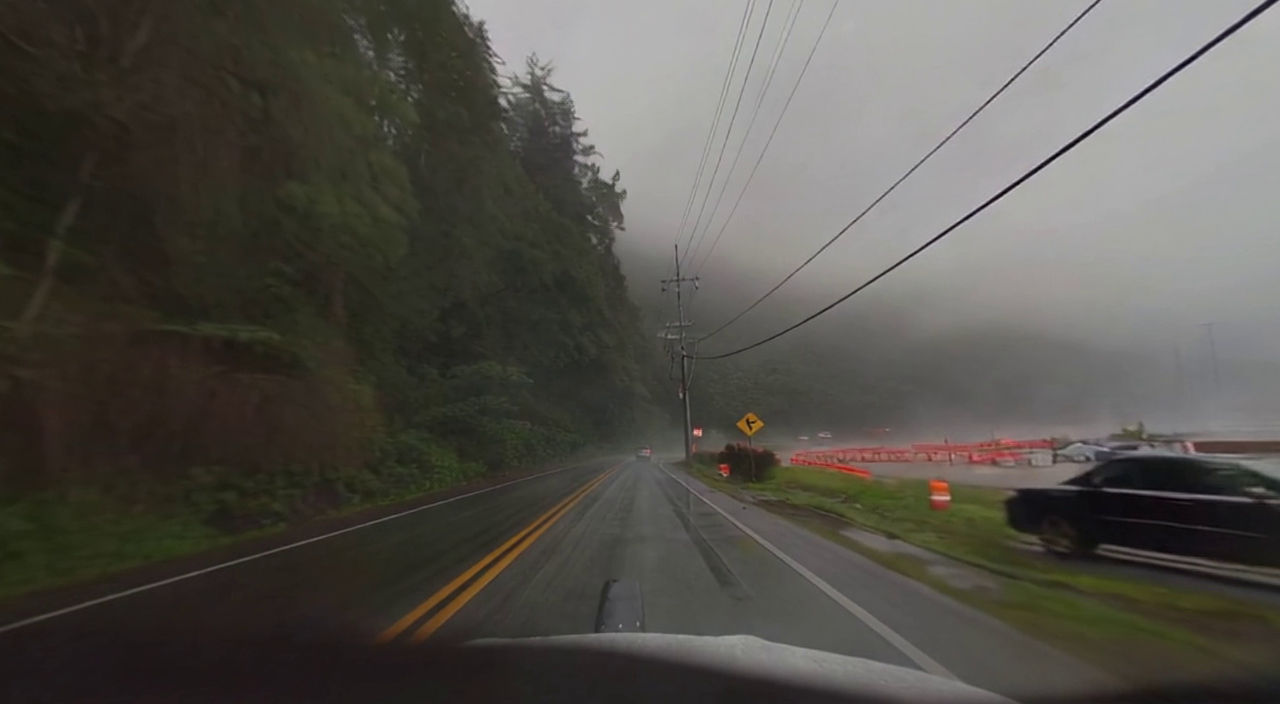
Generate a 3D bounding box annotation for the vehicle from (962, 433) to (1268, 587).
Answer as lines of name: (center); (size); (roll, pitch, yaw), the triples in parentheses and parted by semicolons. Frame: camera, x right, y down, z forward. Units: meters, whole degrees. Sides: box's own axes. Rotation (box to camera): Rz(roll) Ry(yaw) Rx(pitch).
vehicle: (7.261, 2.265, 9.608); (4.620, 1.820, 1.917); (7, -10, -29)
